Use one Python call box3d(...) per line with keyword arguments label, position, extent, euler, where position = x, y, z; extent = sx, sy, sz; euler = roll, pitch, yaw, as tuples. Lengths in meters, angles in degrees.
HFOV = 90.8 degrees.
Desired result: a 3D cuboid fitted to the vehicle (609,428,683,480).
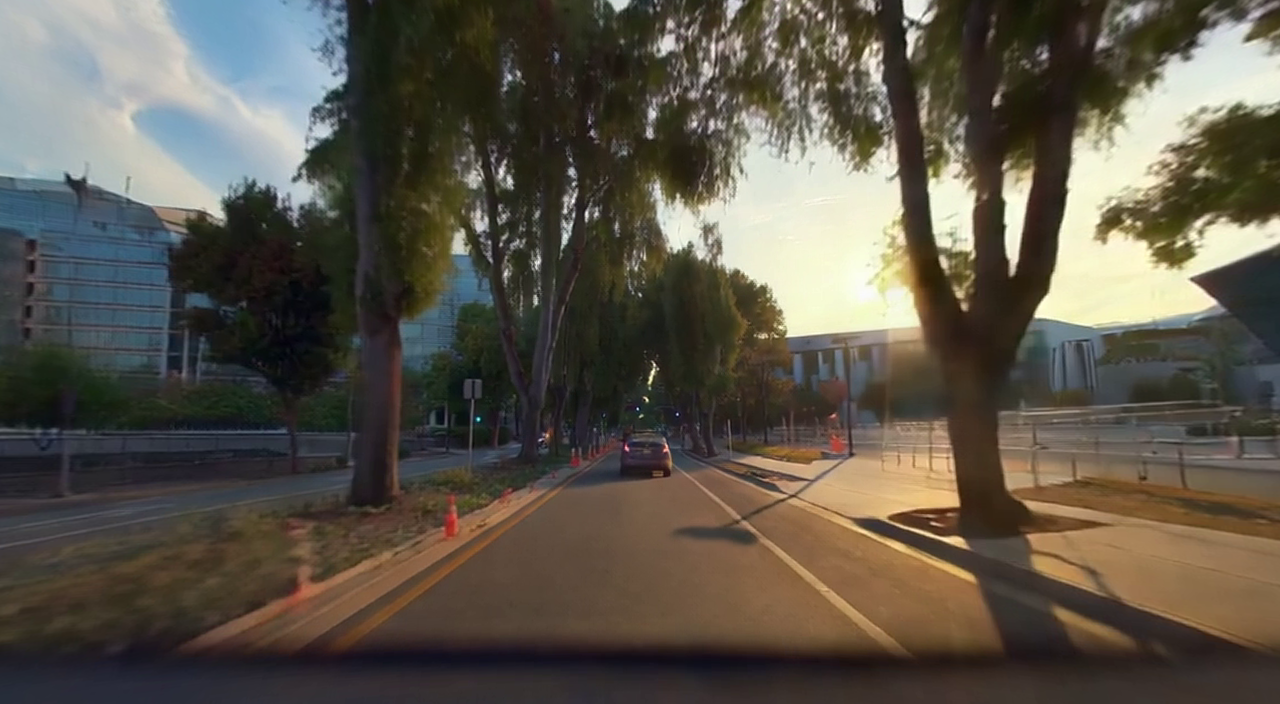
box3d(label="vehicle", position=(0.204, 3.248, 20.391), extent=(2.114, 1.493, 4.430), euler=(0, -8, 1))
